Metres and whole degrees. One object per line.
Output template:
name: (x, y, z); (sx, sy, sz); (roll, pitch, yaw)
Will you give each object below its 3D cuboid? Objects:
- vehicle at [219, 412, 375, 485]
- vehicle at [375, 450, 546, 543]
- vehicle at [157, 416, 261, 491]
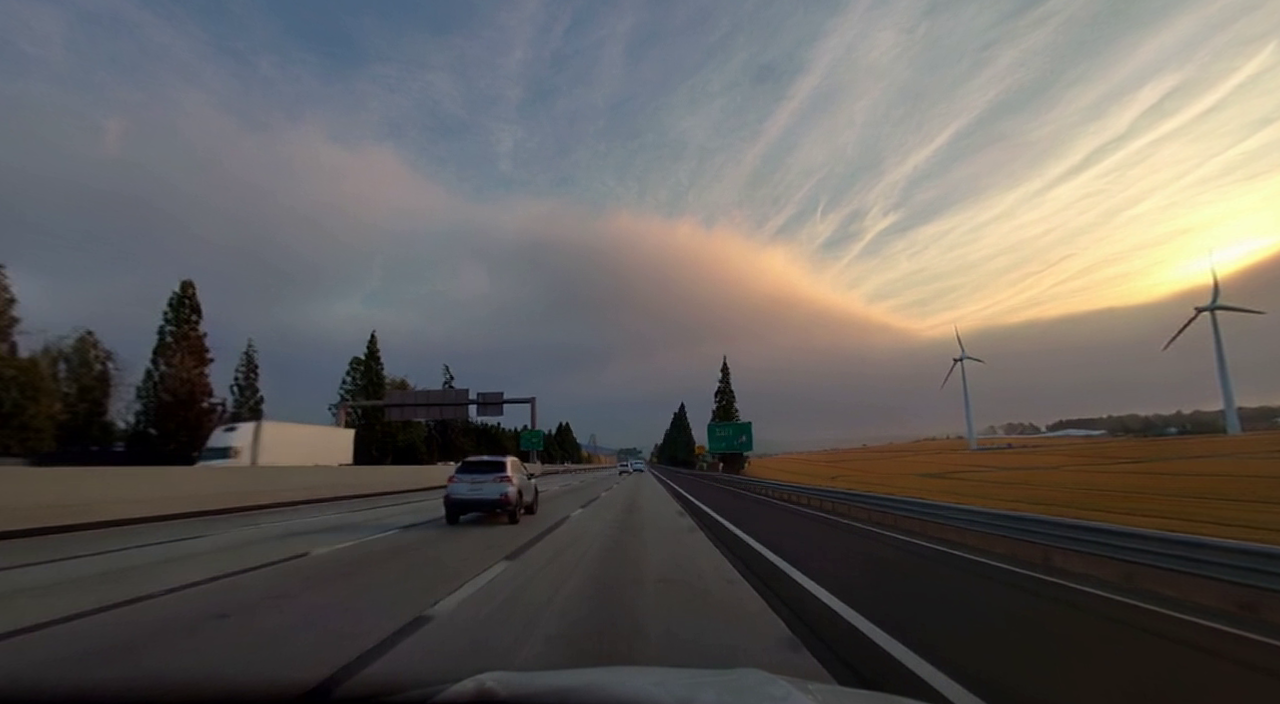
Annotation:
vehicle: (-22.860, 6.870, 43.628); (2.840, 4.164, 13.969); (1, -10, 0)
vehicle: (-3.375, 2.866, 13.024); (2.039, 1.505, 4.843); (1, -10, 1)
vehicle: (-23.040, 5.468, 33.846); (3.297, 3.790, 2.689); (0, -10, 1)
